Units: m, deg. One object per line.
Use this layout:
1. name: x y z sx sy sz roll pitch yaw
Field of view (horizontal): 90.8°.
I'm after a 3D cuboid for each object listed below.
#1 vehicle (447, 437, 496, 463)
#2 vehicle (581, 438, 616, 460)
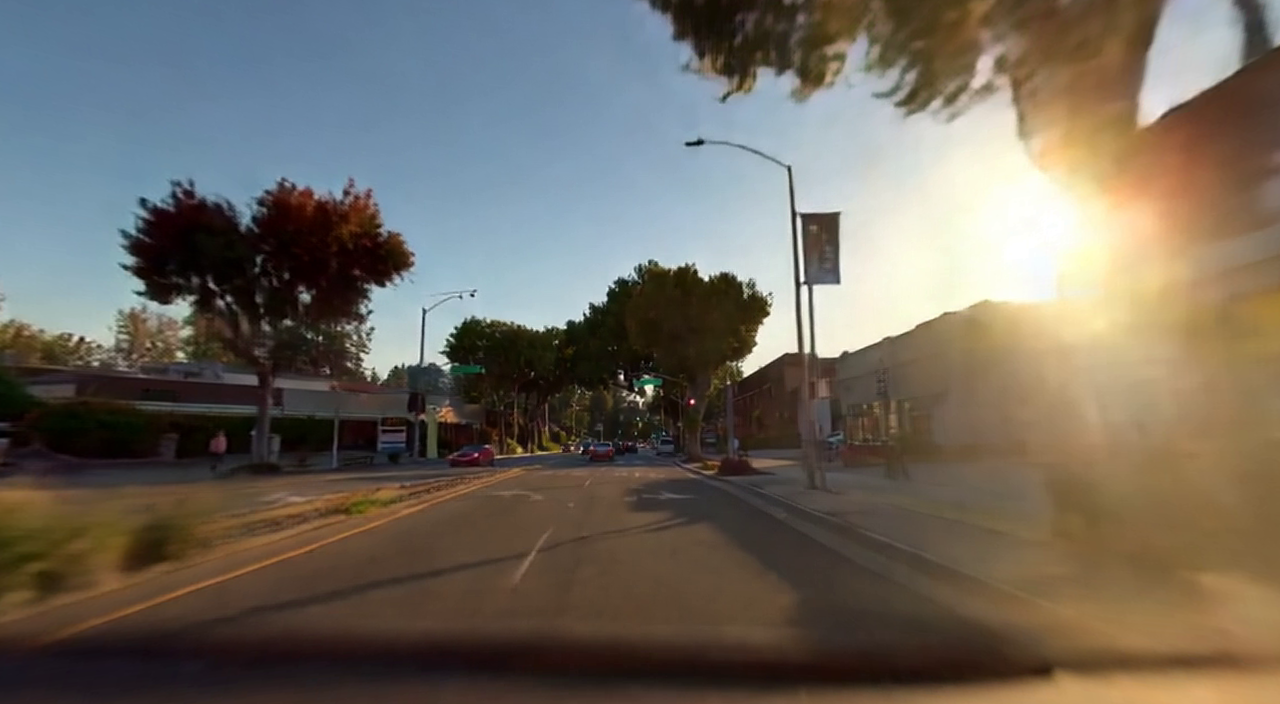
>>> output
1. vehicle: -10.446 6.069 39.466 1.873 1.532 3.777 0 -8 2
2. vehicle: -2.926 6.996 45.678 2.122 1.469 4.388 0 -8 1
